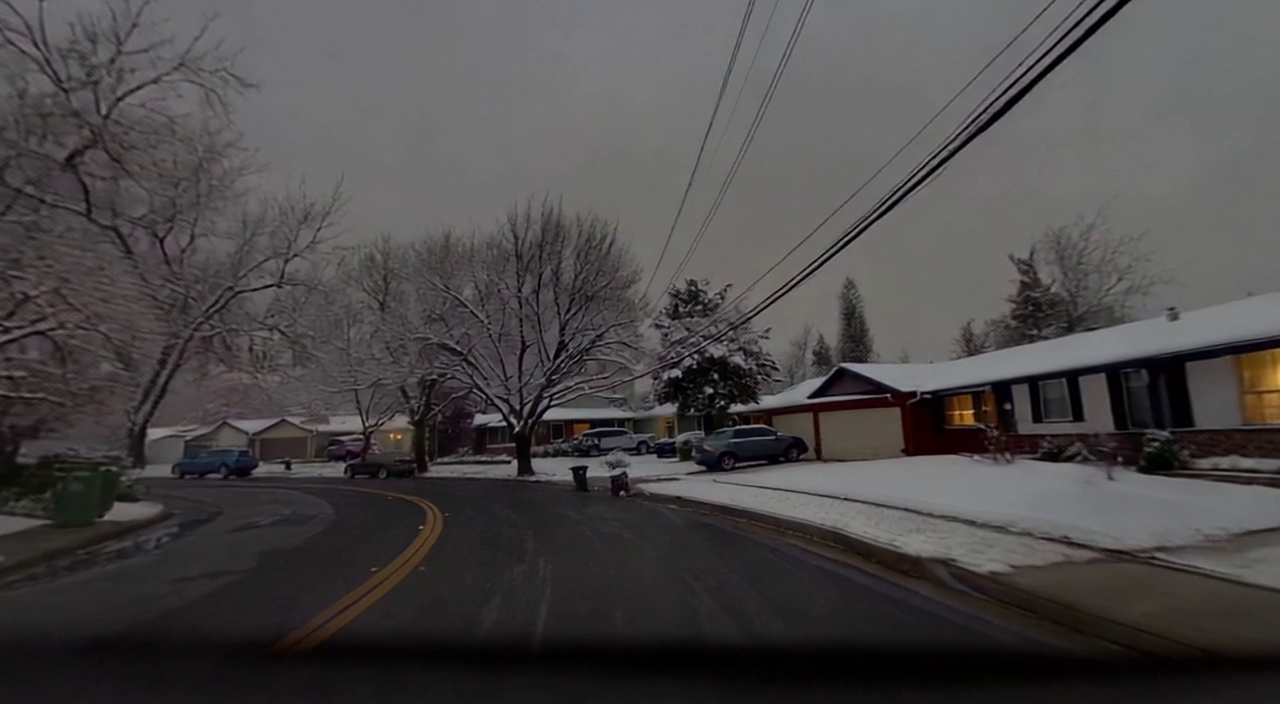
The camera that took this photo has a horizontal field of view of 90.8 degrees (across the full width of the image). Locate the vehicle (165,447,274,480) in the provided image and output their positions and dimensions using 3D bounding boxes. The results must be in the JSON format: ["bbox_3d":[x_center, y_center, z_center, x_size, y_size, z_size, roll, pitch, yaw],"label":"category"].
[{"bbox_3d":[-23.845,6.318,35.884,5.026,1.774,2.016,-2,-9,11],"label":"vehicle"}]

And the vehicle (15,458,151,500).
[{"bbox_3d":[-21.985,5.006,24.973,4.348,1.440,2.040,-5,-9,19],"label":"vehicle"}]

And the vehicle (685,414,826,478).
[{"bbox_3d":[4.095,3.279,22.367,4.459,1.738,1.930,-2,-7,-25],"label":"vehicle"}]

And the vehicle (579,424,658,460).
[{"bbox_3d":[-1.107,5.008,35.085,2.043,1.819,4.476,-6,-11,36],"label":"vehicle"}]

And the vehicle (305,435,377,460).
[{"bbox_3d":[-22.719,7.275,48.011,4.707,1.800,1.962,5,-10,-29],"label":"vehicle"}]

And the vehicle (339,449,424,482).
[{"bbox_3d":[-12.754,5.540,31.096,4.019,1.484,1.978,-6,-11,36],"label":"vehicle"}]

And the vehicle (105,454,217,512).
[{"bbox_3d":[-16.039,4.288,21.105,3.897,1.493,1.942,-5,-7,37],"label":"vehicle"}]
